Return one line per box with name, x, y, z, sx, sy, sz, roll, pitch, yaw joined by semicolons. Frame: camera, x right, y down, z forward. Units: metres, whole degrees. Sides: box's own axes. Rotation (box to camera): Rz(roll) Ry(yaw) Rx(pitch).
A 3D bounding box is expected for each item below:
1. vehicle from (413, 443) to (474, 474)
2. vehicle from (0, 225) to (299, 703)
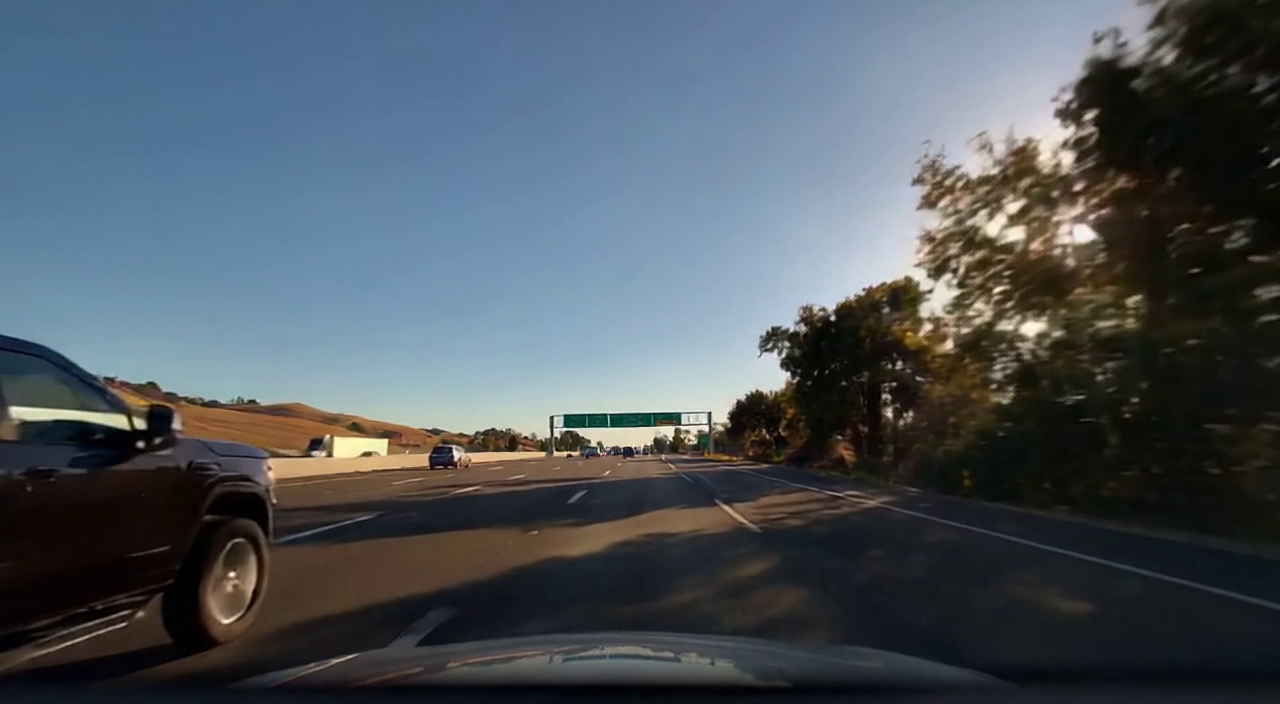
vehicle;-10.858;5.888;35.157;1.957;1.565;4.311;0;-8;1
vehicle;-3.669;0.421;1.183;2.601;2.084;6.068;0;-8;1
